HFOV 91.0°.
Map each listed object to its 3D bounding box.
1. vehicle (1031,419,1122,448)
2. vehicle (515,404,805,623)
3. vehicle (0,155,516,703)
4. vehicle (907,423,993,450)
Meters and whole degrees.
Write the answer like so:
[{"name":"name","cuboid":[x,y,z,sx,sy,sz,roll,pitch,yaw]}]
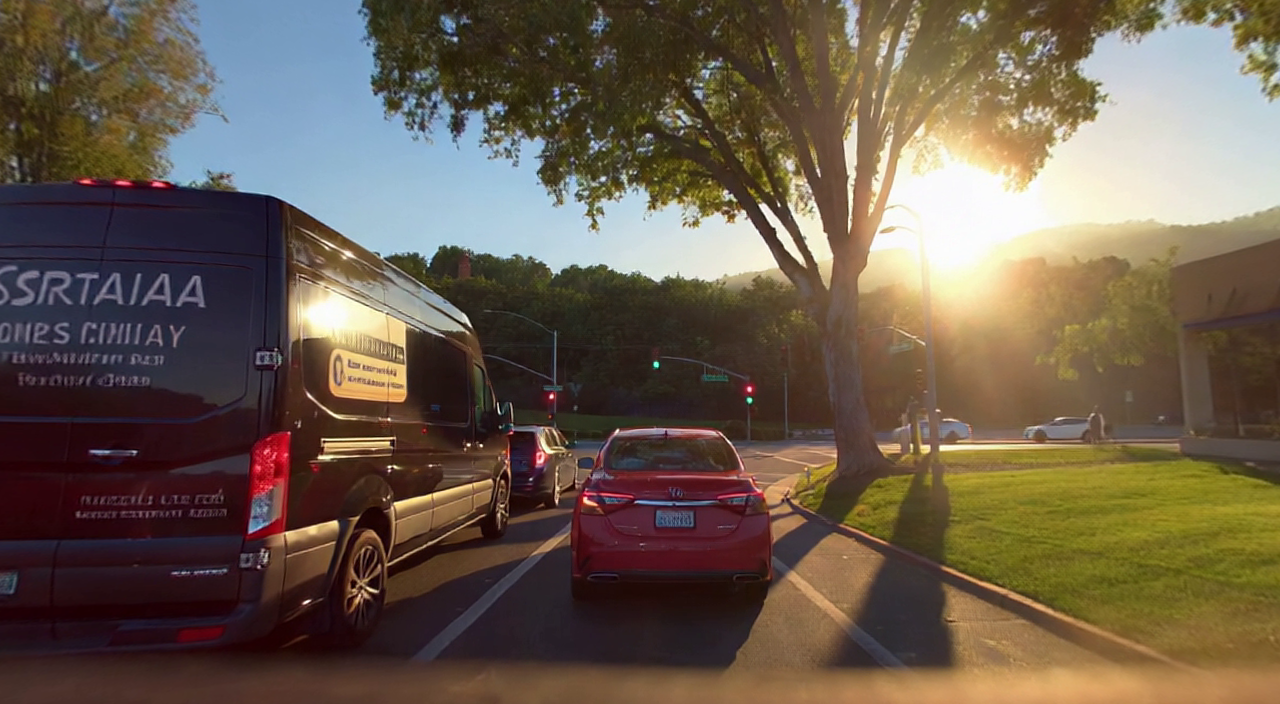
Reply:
[{"name":"vehicle","cuboid":[31.980,6.025,46.188,5.084,2.041,2.360,1,-9,-9]},{"name":"vehicle","cuboid":[0.304,1.646,7.430,2.398,1.773,4.254,-1,-8,4]},{"name":"vehicle","cuboid":[-3.076,0.886,5.904,2.555,3.035,5.702,0,-8,1]},{"name":"vehicle","cuboid":[21.938,6.030,44.606,5.021,1.848,2.210,1,-9,-9]}]
